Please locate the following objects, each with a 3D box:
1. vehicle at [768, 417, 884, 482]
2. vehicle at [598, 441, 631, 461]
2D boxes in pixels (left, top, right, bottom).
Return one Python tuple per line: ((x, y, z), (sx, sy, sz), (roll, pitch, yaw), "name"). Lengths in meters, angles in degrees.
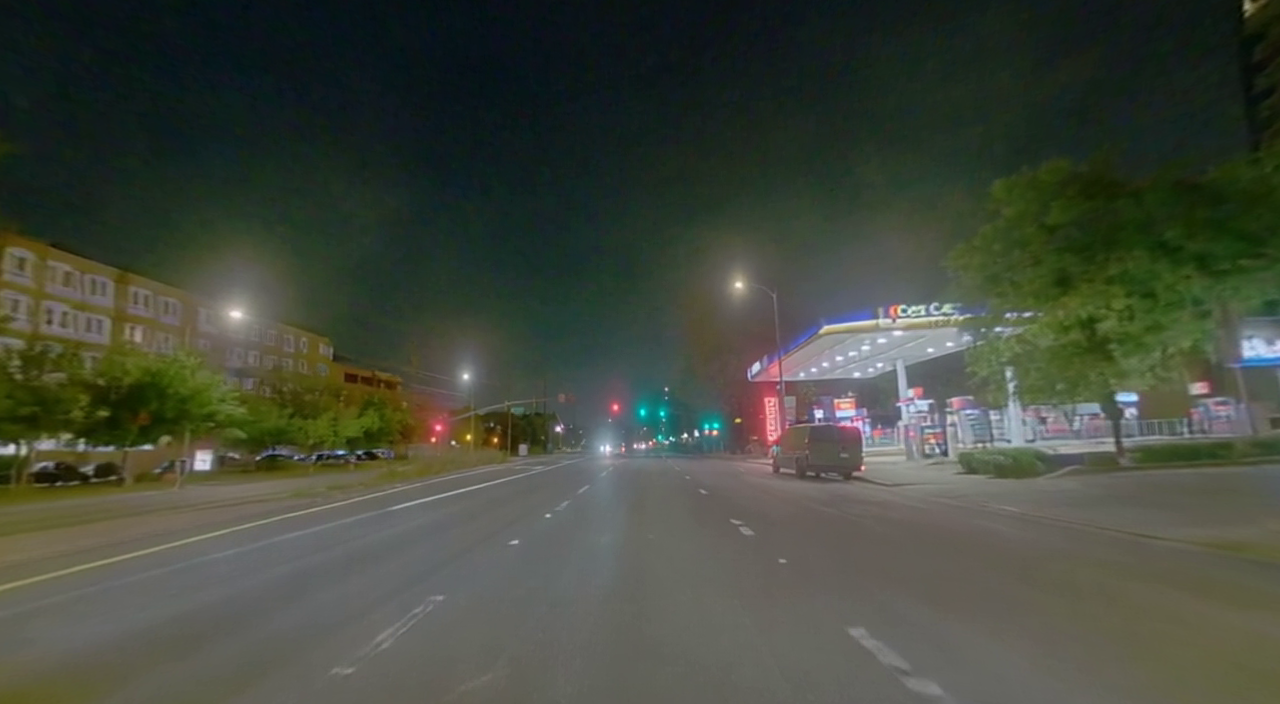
((7.409, 4.016, 26.124), (2.764, 2.327, 6.492), (0, -8, 0), "vehicle")
((-1.967, 7.711, 49.302), (2.082, 1.460, 4.442), (-1, -8, 4), "vehicle")
